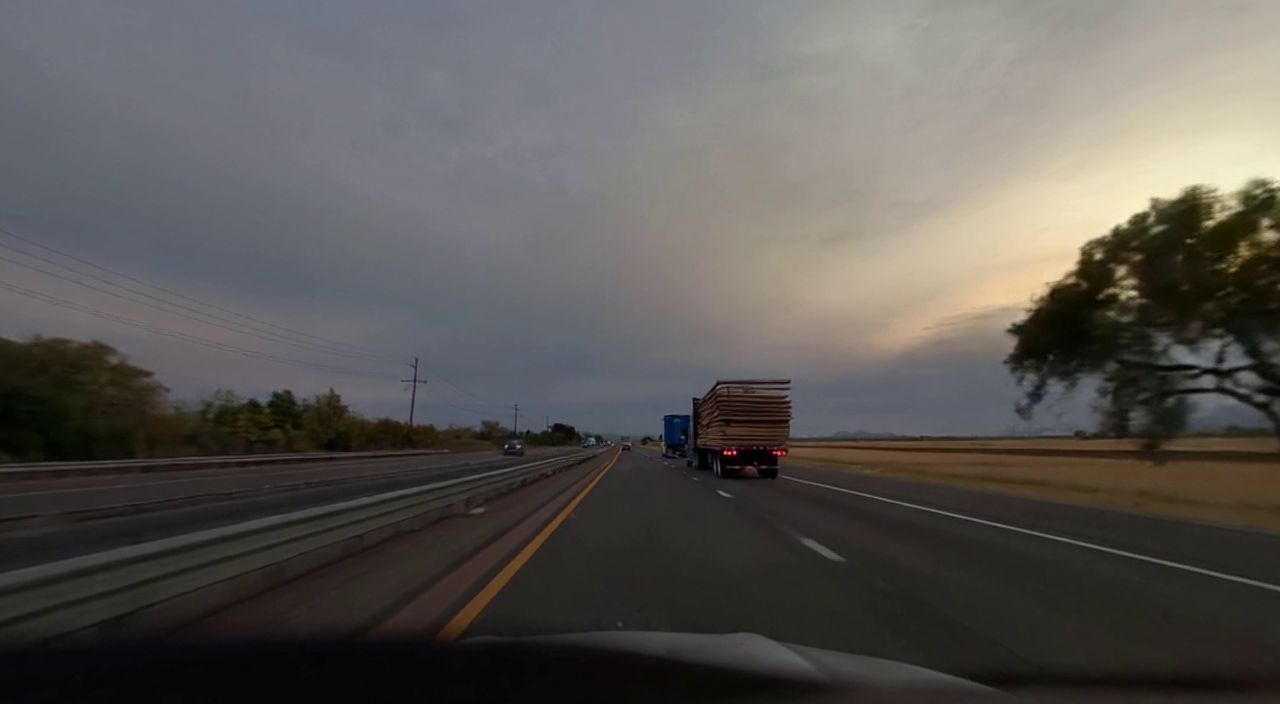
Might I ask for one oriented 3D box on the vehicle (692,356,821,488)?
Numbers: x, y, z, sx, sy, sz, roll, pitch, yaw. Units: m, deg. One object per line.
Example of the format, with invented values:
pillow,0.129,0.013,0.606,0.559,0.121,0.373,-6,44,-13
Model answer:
vehicle,4.175,3.107,26.363,3.024,4.065,13.796,-1,-8,1
